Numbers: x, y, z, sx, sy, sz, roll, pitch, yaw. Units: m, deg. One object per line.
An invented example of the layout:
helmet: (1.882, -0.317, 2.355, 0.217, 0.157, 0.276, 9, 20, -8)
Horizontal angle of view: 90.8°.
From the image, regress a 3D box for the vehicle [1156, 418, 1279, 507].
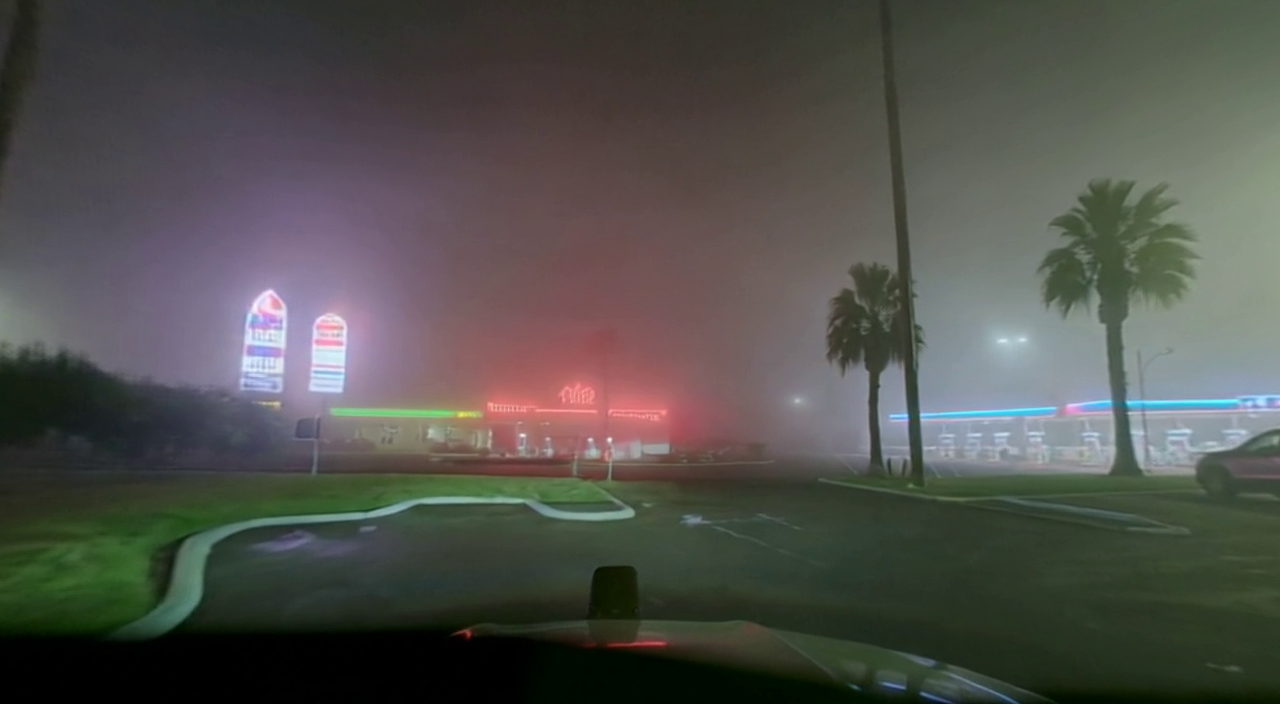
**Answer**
vehicle: (14.339, 2.369, 13.574, 2.028, 1.850, 4.731, 2, -8, -10)
